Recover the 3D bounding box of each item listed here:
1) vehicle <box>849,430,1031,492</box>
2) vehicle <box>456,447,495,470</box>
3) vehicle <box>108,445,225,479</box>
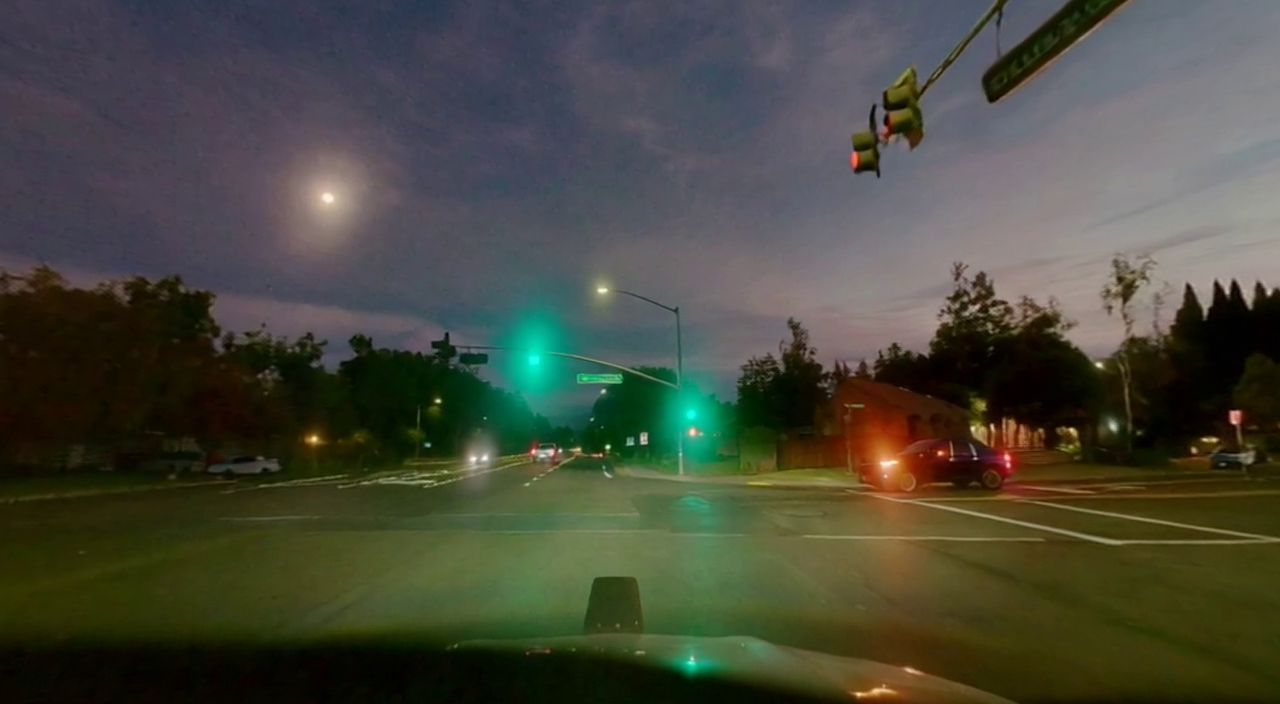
[{"bbox_3d":[9.036,3.300,19.312,4.500,1.761,1.975,0,-9,-4],"label":"vehicle"},{"bbox_3d":[-11.847,7.674,45.809,2.069,1.537,4.719,1,-9,-6],"label":"vehicle"},{"bbox_3d":[-25.947,6.023,34.762,4.772,1.745,2.058,0,-9,1],"label":"vehicle"}]
